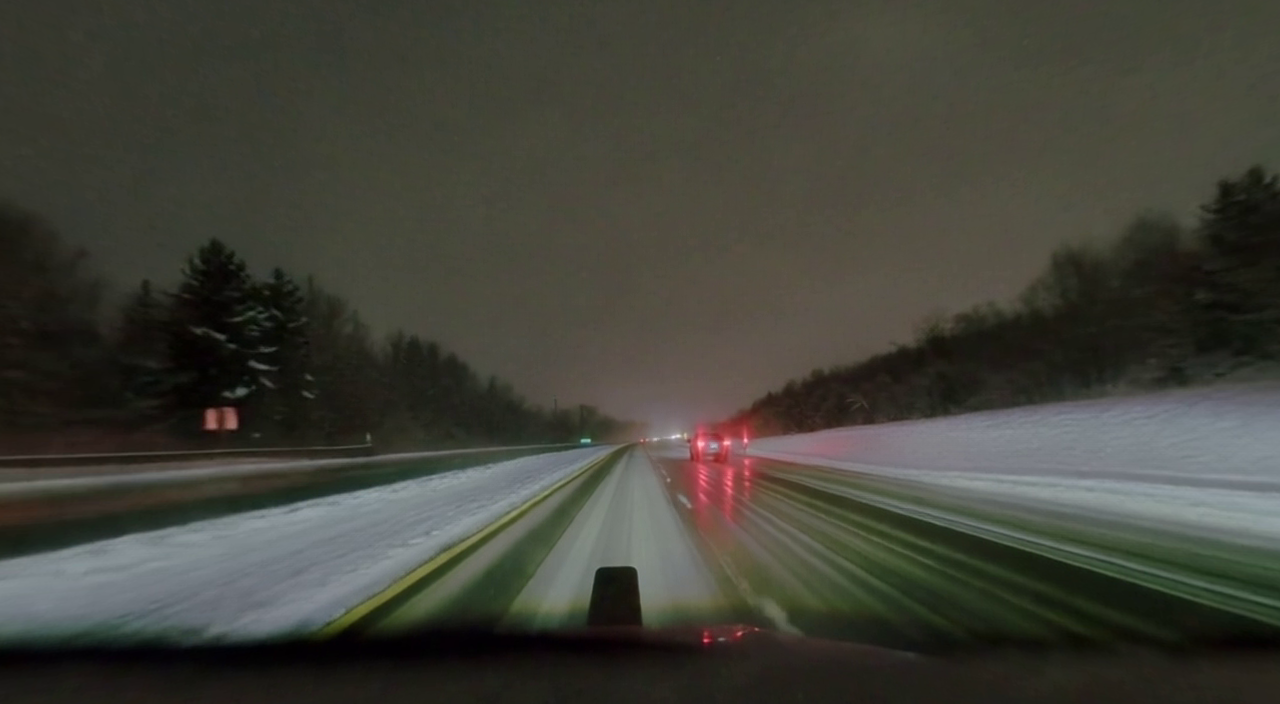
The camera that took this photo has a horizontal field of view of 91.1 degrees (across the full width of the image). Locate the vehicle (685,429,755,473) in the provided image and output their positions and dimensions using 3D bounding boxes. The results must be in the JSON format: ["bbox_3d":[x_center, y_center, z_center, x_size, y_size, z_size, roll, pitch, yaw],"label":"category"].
[{"bbox_3d":[3.048,3.883,24.939,2.084,1.583,4.420,0,-8,-1],"label":"vehicle"}]
